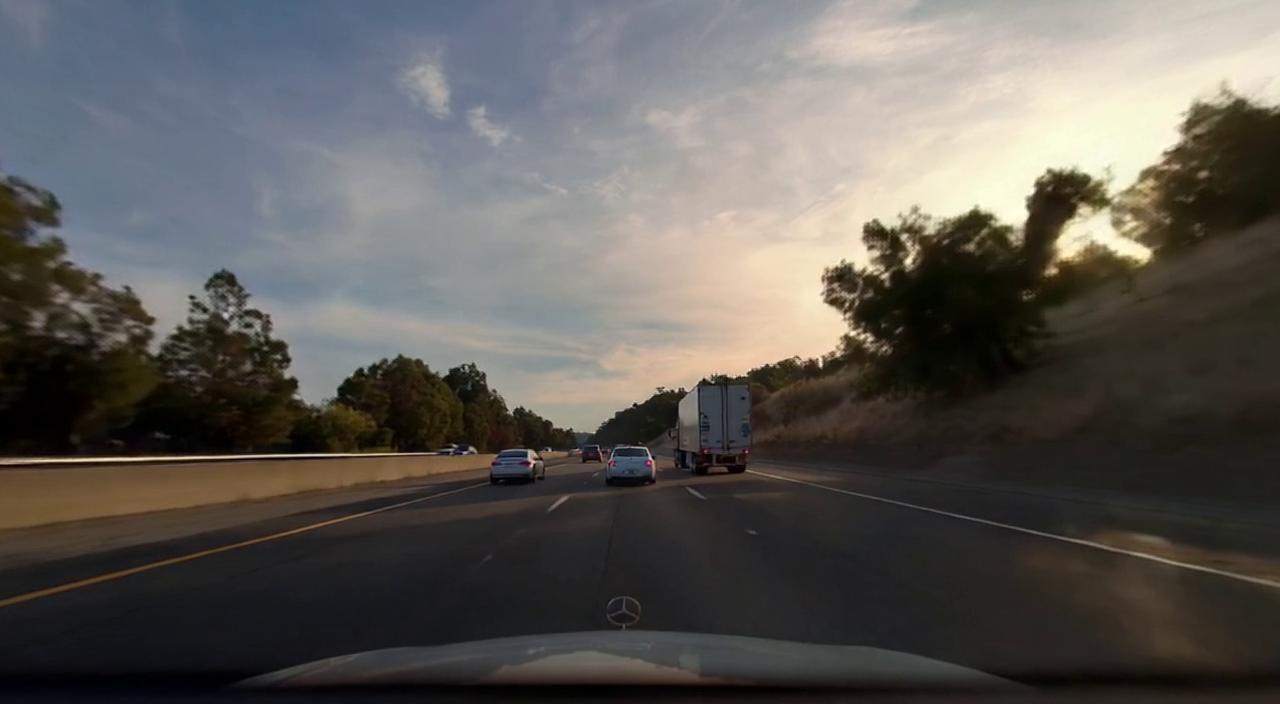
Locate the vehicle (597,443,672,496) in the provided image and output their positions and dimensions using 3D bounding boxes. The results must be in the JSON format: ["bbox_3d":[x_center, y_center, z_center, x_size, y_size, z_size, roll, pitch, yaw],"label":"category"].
[{"bbox_3d":[-0.178,3.509,19.156,2.023,1.400,4.028,0,-9,-1],"label":"vehicle"}]

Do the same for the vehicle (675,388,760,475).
[{"bbox_3d":[4.076,4.851,37.079,2.905,4.109,14.332,0,-9,-1],"label":"vehicle"}]

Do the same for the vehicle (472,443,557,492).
[{"bbox_3d":[-4.132,3.896,21.579,2.017,1.460,4.382,0,-9,0],"label":"vehicle"}]
